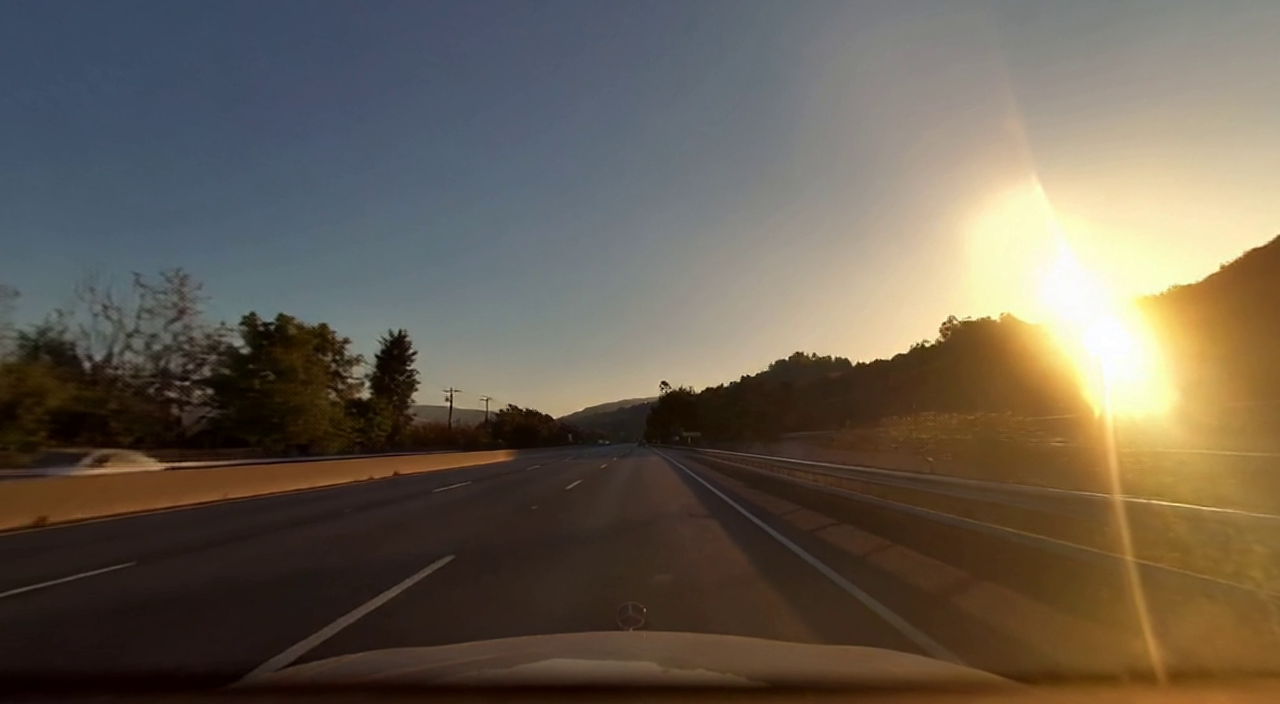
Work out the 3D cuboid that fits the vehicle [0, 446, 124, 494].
[{"bbox_3d":[-22.469,4.348,23.729,1.956,1.580,4.639,0,-8,1],"label":"vehicle"}]
